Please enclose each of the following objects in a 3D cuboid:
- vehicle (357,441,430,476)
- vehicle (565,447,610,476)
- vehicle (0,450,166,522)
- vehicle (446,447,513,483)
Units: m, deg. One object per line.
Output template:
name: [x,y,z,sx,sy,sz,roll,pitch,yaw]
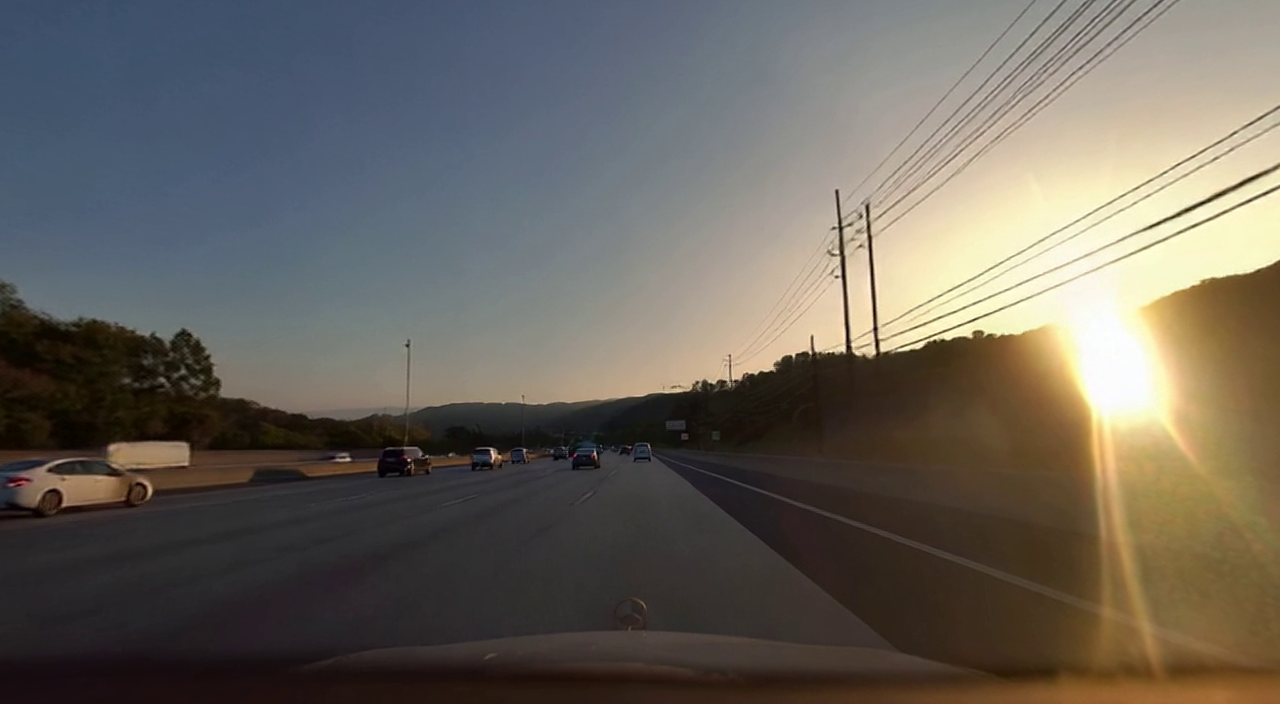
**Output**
vehicle: [-14.394,6.242,37.216,2.172,1.946,5.017,0,-9,1]
vehicle: [-2.758,5.865,34.154,2.064,1.446,4.409,0,-9,0]
vehicle: [-14.237,3.105,15.123,1.885,1.474,4.849,0,-9,1]
vehicle: [-7.202,5.095,28.784,1.899,1.472,4.202,0,-9,1]
